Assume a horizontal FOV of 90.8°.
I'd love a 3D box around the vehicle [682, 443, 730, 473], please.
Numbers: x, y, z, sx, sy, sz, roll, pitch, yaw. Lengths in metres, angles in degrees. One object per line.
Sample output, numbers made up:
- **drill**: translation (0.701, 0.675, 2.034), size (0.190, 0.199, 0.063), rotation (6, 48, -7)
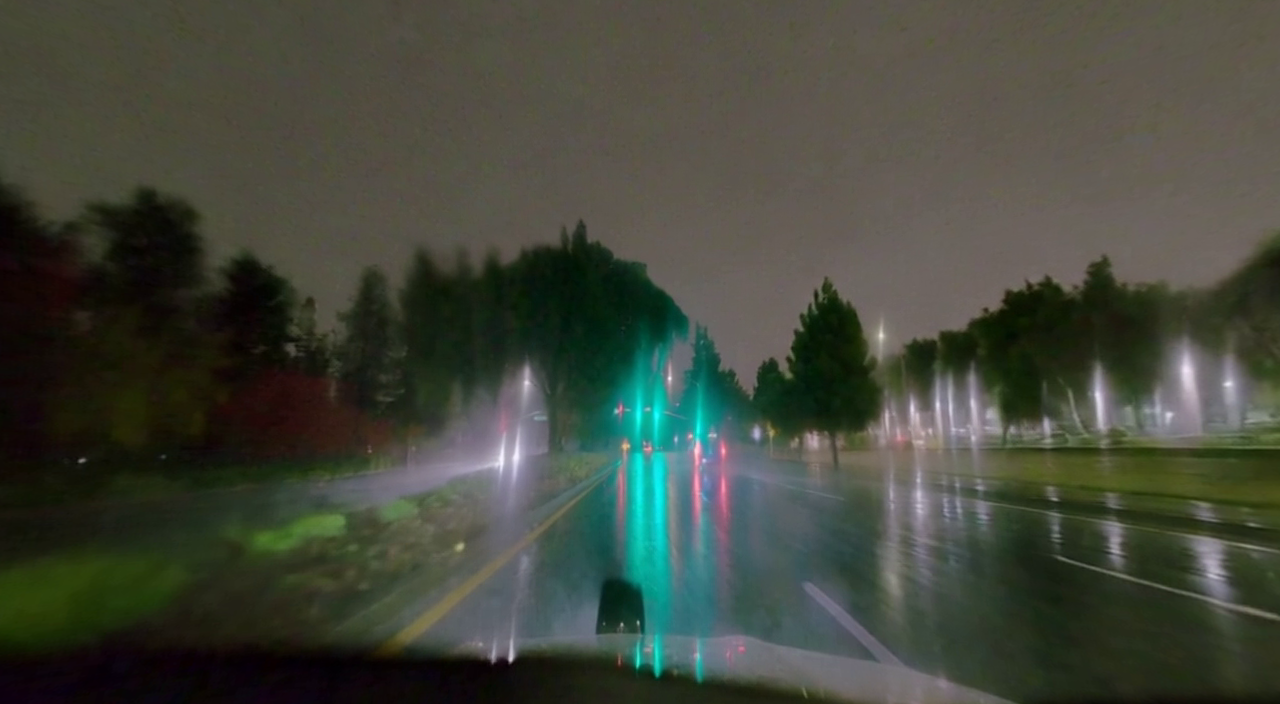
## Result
- **vehicle**: translation (3.420, 5.586, 33.584), size (2.056, 1.483, 4.091), rotation (0, -8, -1)
